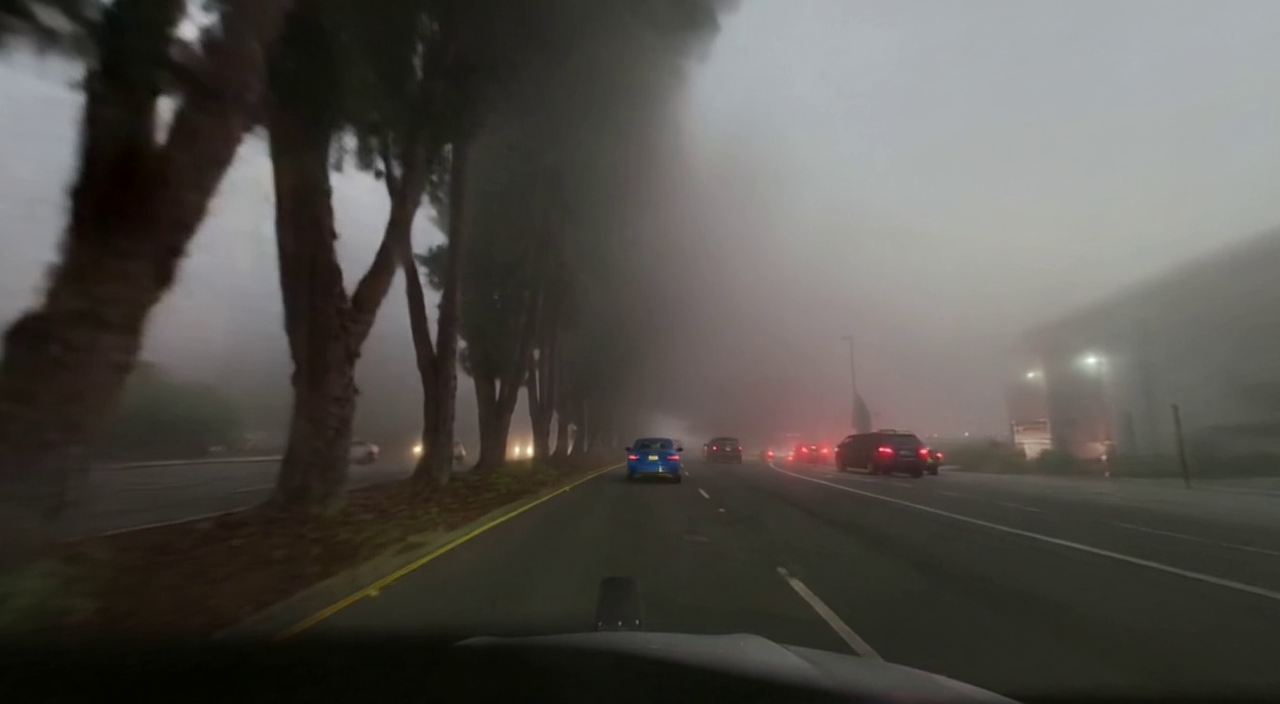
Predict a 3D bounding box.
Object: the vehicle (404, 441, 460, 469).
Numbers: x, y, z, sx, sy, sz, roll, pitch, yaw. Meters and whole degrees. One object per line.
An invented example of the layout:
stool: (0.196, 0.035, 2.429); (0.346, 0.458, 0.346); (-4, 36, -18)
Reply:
vehicle: (-12.473, 6.173, 38.014); (1.869, 1.549, 4.675); (1, -8, -1)

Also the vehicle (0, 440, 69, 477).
vehicle: (-27.487, 4.621, 27.315); (3.405, 1.540, 1.782); (2, -9, -8)

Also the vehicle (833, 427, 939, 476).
vehicle: (11.527, 4.749, 30.256); (2.493, 2.084, 6.892); (0, -8, 1)

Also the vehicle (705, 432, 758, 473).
vehicle: (4.308, 4.814, 30.233); (1.976, 1.796, 4.159); (0, -8, 1)

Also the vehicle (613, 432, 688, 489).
vehicle: (0.352, 3.414, 20.189); (2.145, 1.603, 4.369); (0, -8, 1)

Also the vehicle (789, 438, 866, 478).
vehicle: (7.682, 4.366, 26.205); (1.928, 1.488, 4.361); (0, -8, 1)

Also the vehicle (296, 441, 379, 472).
vehicle: (-15.984, 5.518, 33.561); (2.036, 1.524, 4.590); (0, -8, 1)
